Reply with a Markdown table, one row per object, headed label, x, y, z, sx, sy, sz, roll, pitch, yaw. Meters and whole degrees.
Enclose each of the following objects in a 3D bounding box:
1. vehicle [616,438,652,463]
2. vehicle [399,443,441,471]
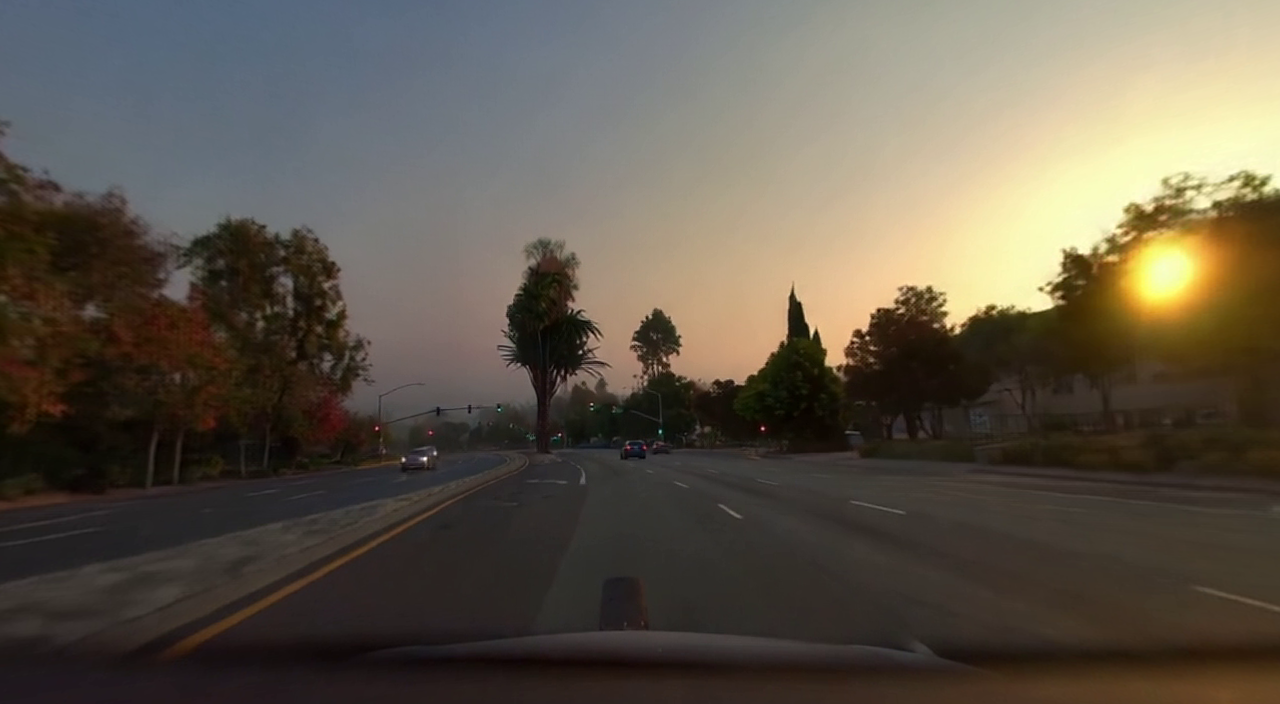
| label | x | y | z | sx | sy | sz | roll | pitch | yaw |
| --- | --- | --- | --- | --- | --- | --- | --- | --- | --- |
| vehicle | -0.508 | 7.566 | 48.710 | 2.046 | 1.818 | 4.603 | 1 | -9 | -10 |
| vehicle | -16.314 | 7.773 | 46.919 | 2.124 | 1.844 | 4.520 | -2 | -8 | -8 |
